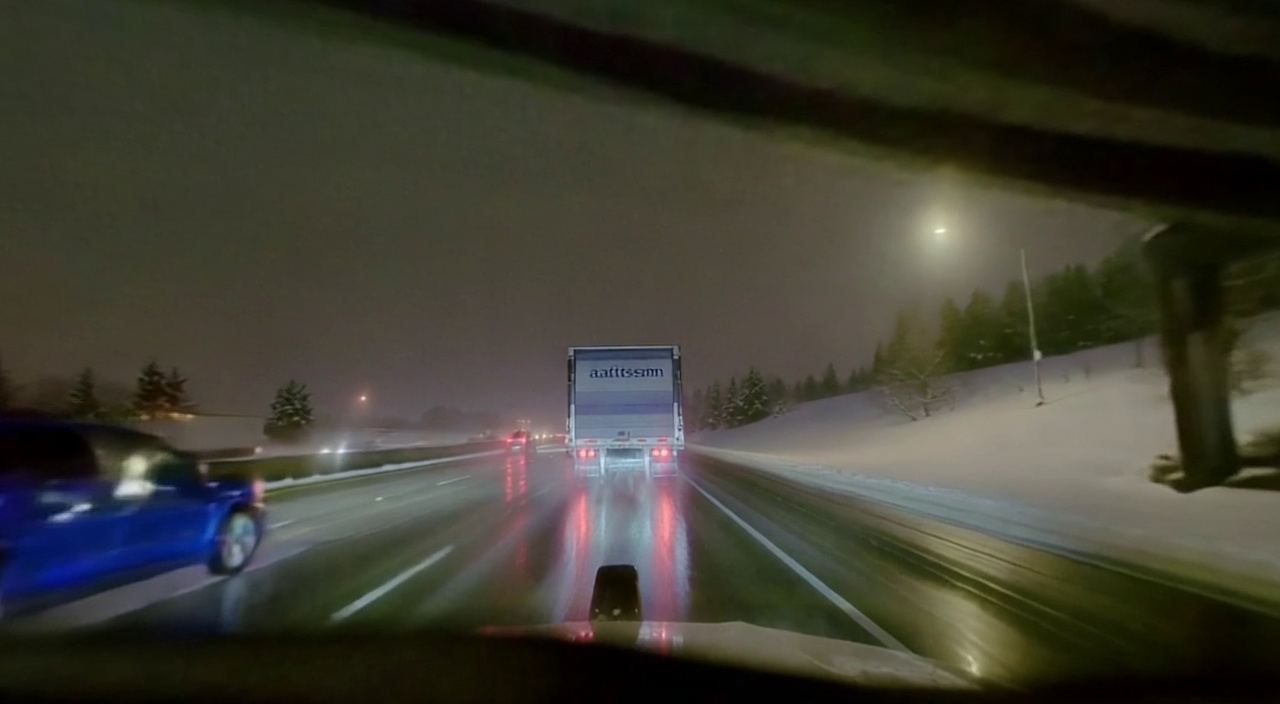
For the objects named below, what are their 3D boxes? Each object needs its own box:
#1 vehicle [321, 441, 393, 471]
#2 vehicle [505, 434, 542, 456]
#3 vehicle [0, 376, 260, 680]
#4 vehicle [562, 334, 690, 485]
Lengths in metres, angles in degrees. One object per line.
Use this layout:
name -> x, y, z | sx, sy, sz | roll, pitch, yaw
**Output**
vehicle -> -16.004, 5.877, 35.830 | 1.924, 1.498, 4.565 | 0, -8, 0
vehicle -> -8.604, 6.889, 46.695 | 1.940, 1.488, 3.976 | 0, -8, 0
vehicle -> -4.510, 0.939, 3.256 | 2.052, 1.639, 4.894 | 0, -8, 0
vehicle -> -0.418, 2.247, 22.482 | 3.442, 4.106, 10.719 | 0, -8, 0
